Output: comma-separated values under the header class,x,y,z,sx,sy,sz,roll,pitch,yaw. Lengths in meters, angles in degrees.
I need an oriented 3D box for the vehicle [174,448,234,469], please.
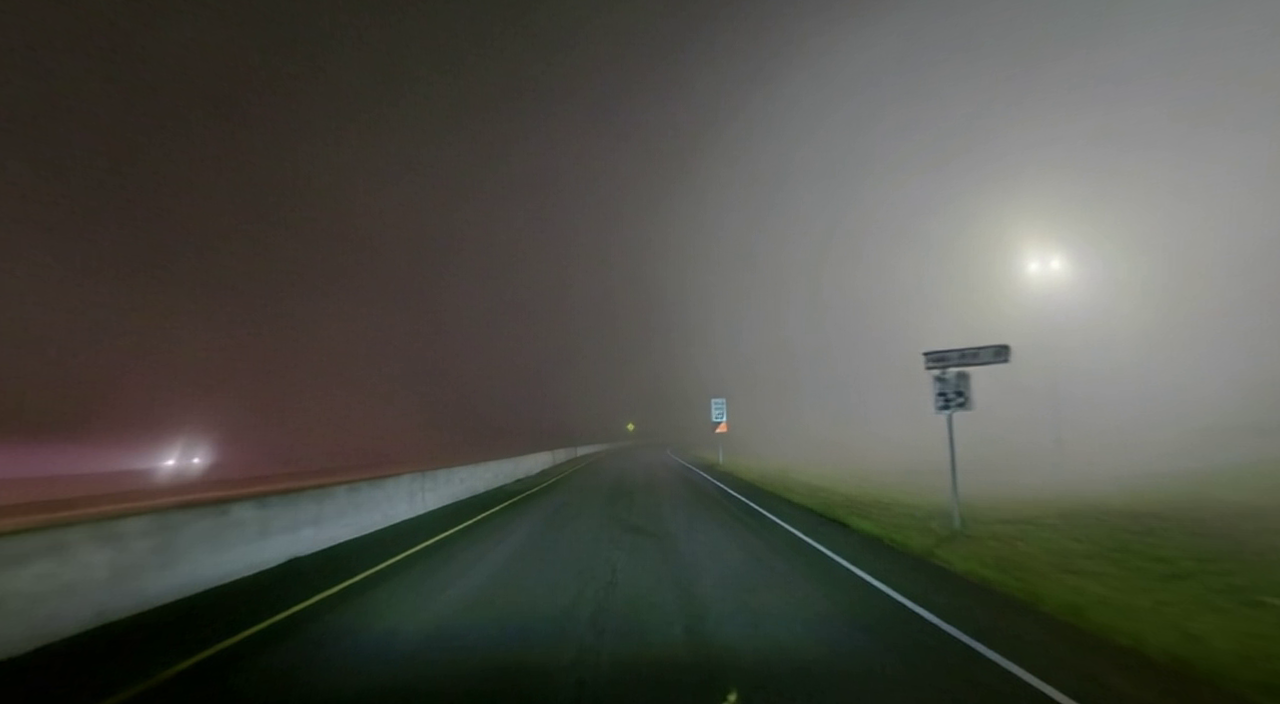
class,x,y,z,sx,sy,sz,roll,pitch,yaw
vehicle,-33.140,8.082,47.856,1.778,1.482,3.819,0,-8,1
